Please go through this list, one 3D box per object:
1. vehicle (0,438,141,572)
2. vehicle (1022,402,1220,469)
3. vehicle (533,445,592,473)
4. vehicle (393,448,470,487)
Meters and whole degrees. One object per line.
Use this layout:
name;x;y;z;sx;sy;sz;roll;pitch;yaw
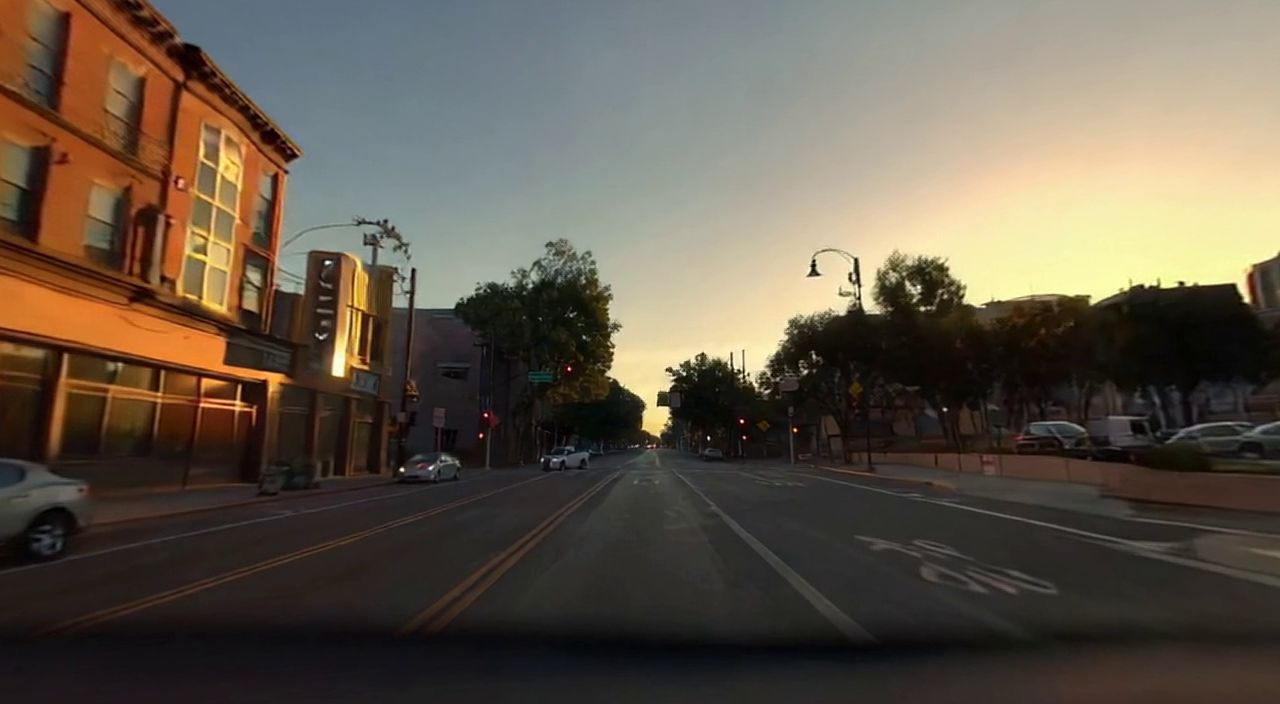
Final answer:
vehicle;-8.842;1.838;7.455;1.961;1.627;4.634;0;-8;2
vehicle;15.216;2.755;20.505;2.180;1.848;5.417;-1;-8;1
vehicle;-4.368;6.103;36.171;1.984;1.489;4.515;-2;-9;12
vehicle;-9.049;5.024;27.749;1.908;1.529;4.522;0;-8;-1
